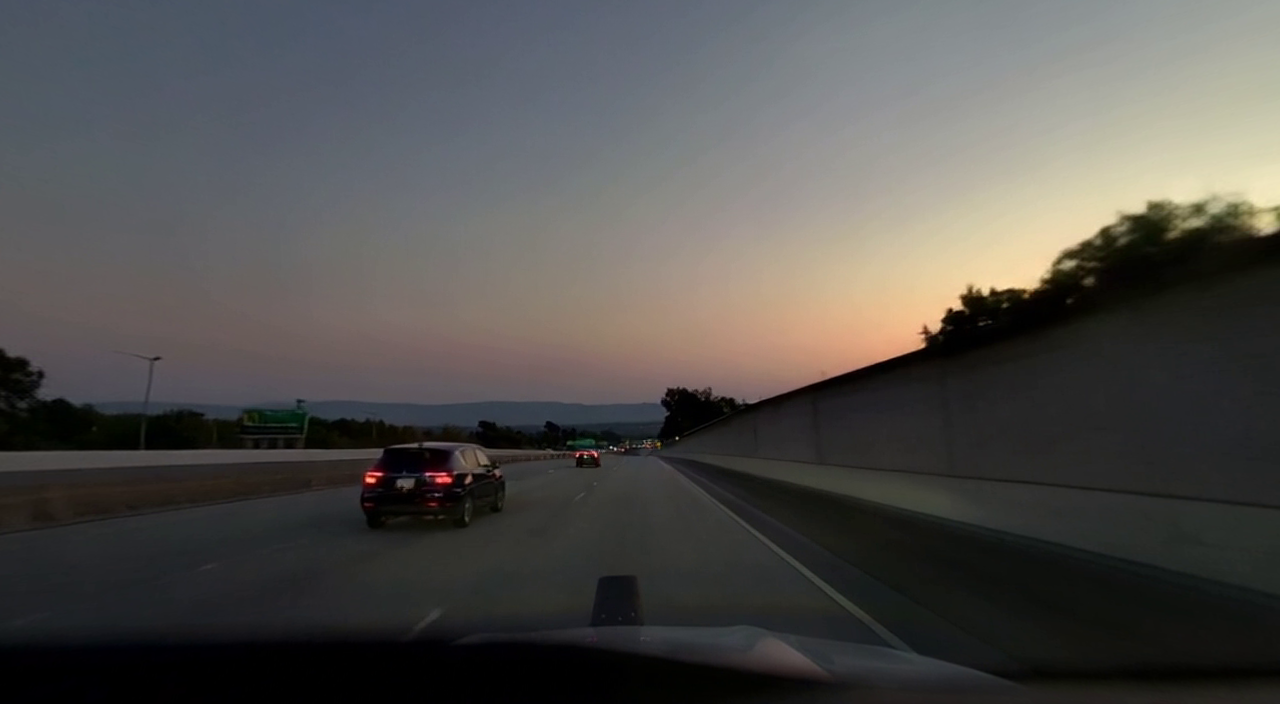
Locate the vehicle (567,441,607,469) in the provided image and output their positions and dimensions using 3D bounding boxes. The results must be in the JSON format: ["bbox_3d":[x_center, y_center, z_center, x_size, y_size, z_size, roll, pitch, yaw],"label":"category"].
[{"bbox_3d":[-3.348,6.616,40.577,2.133,1.683,4.340,0,-9,1],"label":"vehicle"}]

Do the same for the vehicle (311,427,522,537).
[{"bbox_3d":[-3.638,2.204,11.272,2.195,1.573,4.176,0,-9,1],"label":"vehicle"}]
